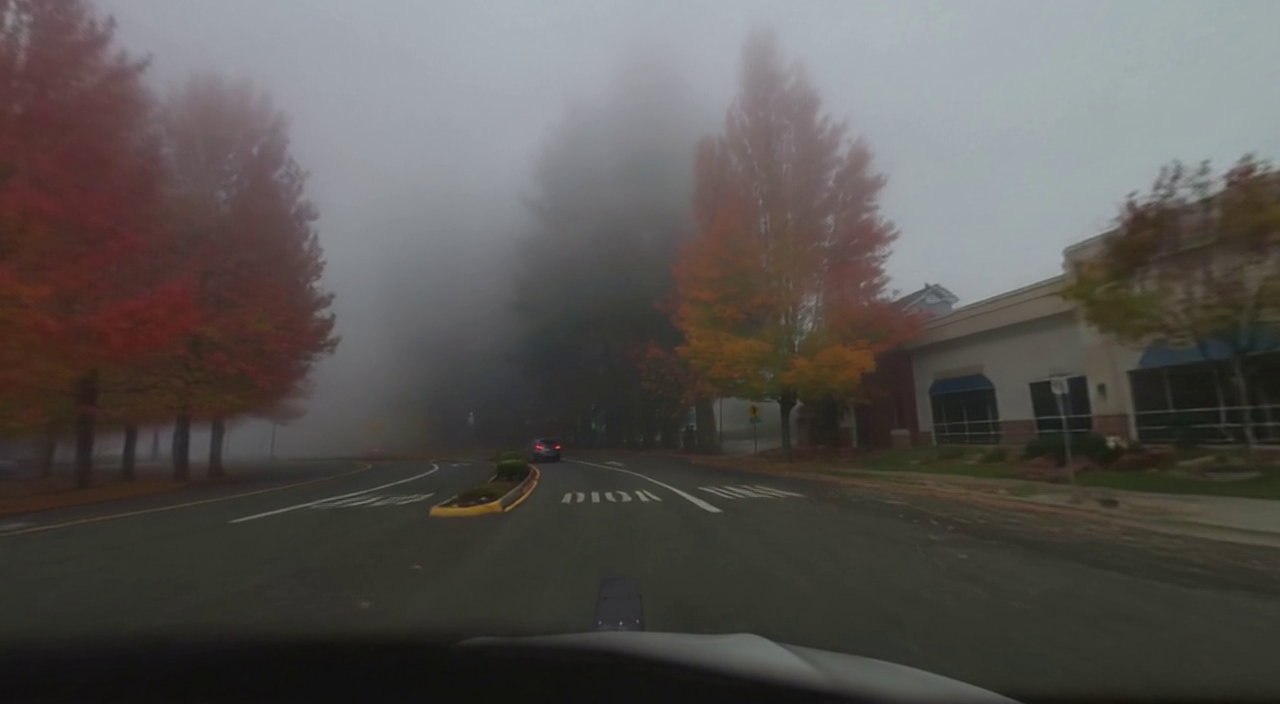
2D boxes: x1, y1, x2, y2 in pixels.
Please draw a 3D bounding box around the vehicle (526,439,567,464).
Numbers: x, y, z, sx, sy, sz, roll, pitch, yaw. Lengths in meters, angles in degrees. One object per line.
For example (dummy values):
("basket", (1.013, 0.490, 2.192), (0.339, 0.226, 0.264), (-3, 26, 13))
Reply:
("vehicle", (-6.313, 6.643, 42.210), (2.018, 1.512, 4.304), (3, -9, -18))
